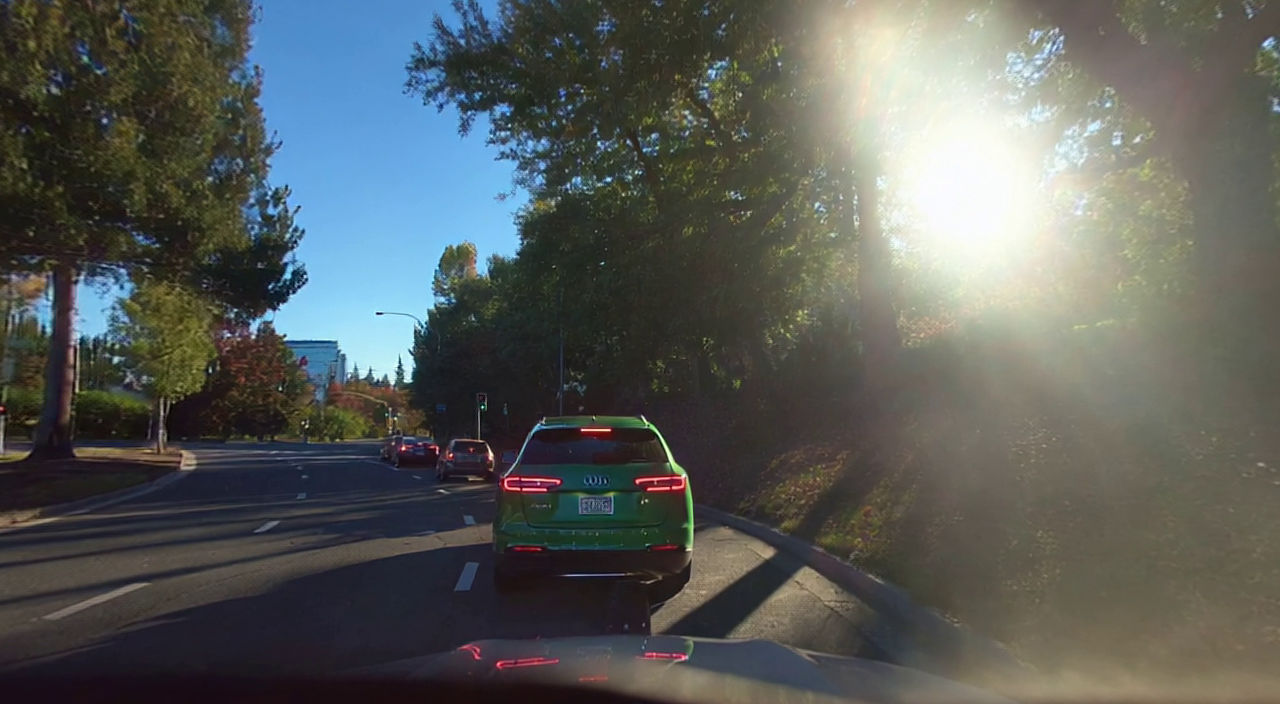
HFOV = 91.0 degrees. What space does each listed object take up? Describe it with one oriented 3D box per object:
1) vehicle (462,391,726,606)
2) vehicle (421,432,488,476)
[{"bbox_3d":[-0.679,1.459,7.199,2.134,1.671,4.147,1,-8,-10],"label":"vehicle"},{"bbox_3d":[-7.286,3.923,24.490,1.902,1.536,3.662,4,-9,-25],"label":"vehicle"}]
